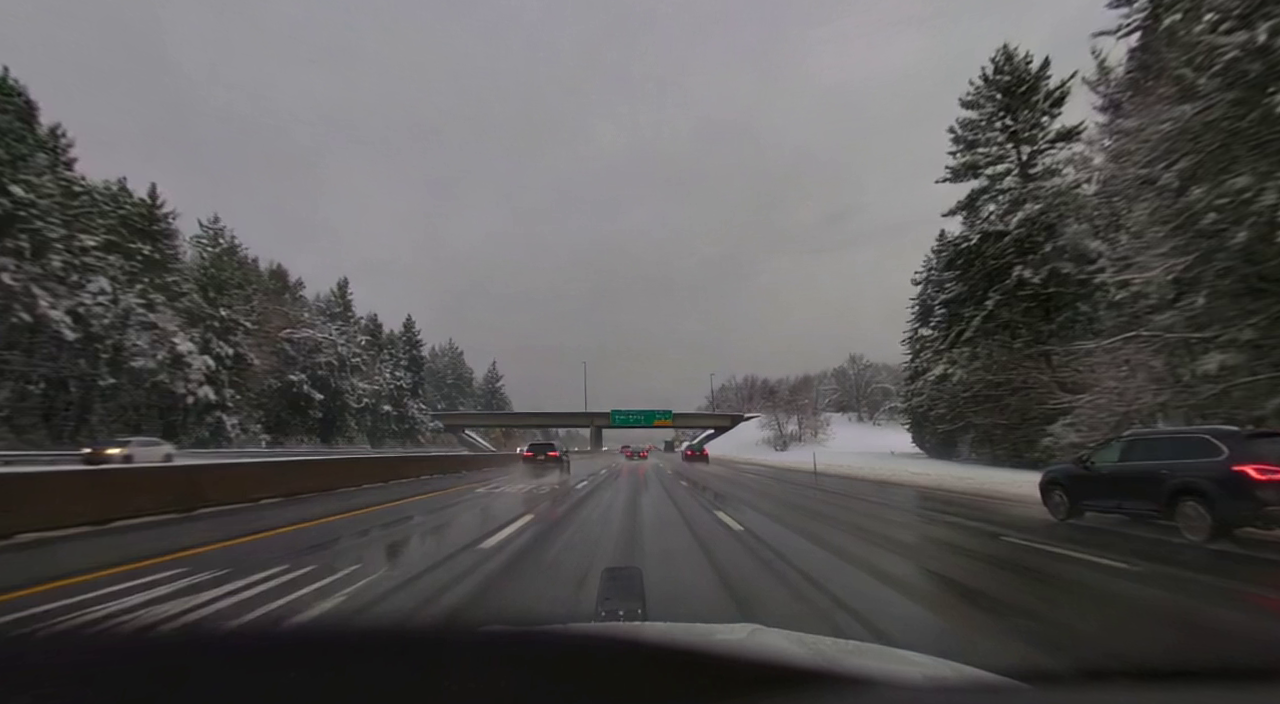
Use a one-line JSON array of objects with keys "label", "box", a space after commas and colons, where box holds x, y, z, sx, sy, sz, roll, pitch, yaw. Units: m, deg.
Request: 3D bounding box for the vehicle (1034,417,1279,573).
[{"label": "vehicle", "box": [7.615, 1.762, 8.422, 1.989, 1.603, 4.126, 0, -9, 0]}]

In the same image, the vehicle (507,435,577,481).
[{"label": "vehicle", "box": [-4.010, 4.408, 26.589, 2.113, 1.756, 4.471, 0, -9, 1]}]

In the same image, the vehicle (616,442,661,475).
[{"label": "vehicle", "box": [-0.077, 5.268, 31.487, 2.075, 1.486, 4.007, 0, -9, 0]}]

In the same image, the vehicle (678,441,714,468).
[{"label": "vehicle", "box": [3.602, 6.656, 41.111, 1.936, 1.625, 3.991, 0, -8, 0]}]

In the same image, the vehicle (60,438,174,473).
[{"label": "vehicle", "box": [-28.409, 5.645, 34.599, 2.080, 1.757, 4.892, 0, -9, -1]}]
